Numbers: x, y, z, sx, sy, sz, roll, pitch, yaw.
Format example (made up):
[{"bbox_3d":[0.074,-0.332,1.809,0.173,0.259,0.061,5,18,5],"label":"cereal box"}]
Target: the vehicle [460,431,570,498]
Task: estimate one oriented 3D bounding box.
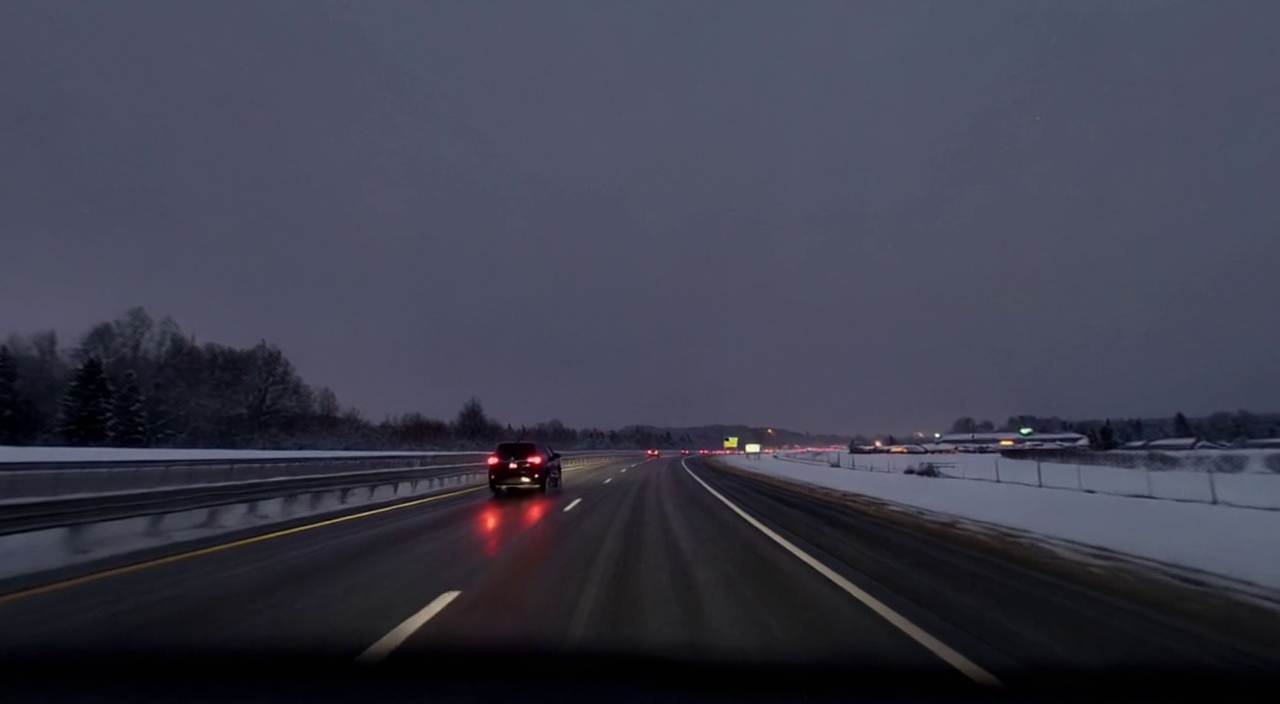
[{"bbox_3d":[-3.593,3.355,19.118,2.193,1.771,4.757,0,-9,2],"label":"vehicle"}]
